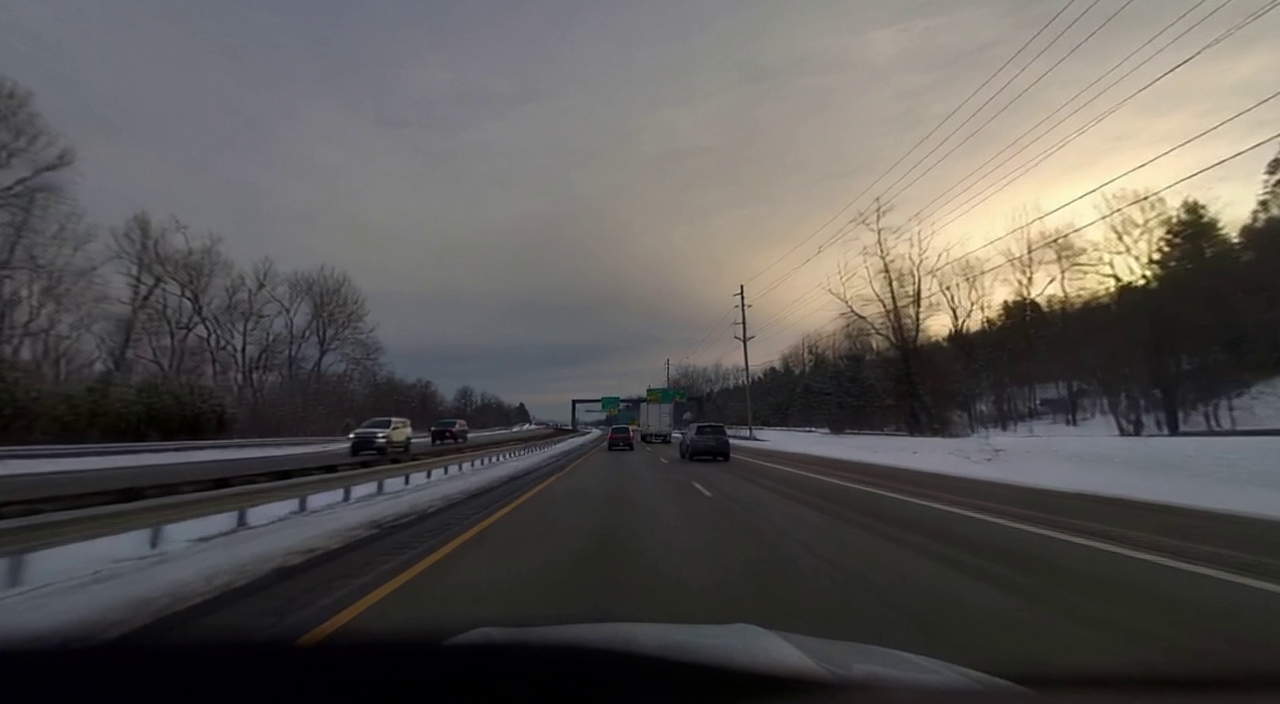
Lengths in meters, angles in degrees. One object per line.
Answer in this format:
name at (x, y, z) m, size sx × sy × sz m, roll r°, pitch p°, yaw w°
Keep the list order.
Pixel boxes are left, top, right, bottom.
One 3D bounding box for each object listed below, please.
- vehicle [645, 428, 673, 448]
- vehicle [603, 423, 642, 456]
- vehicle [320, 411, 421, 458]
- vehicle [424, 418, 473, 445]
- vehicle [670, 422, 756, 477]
vehicle at (1.408, 6.586, 48.299) m, size 1.807 × 1.484 × 3.765 m, roll 0°, pitch -8°, yaw -3°
vehicle at (-0.938, 4.746, 34.152) m, size 2.019 × 1.642 × 3.790 m, roll 0°, pitch -8°, yaw -1°
vehicle at (-9.879, 3.095, 23.447) m, size 1.937 × 1.573 × 4.369 m, roll 0°, pitch -8°, yaw -2°
vehicle at (-14.092, 5.900, 46.581) m, size 2.185 × 1.904 × 4.842 m, roll 0°, pitch -8°, yaw -1°
vehicle at (2.229, 3.122, 20.334) m, size 2.062 × 1.581 × 3.914 m, roll 0°, pitch -8°, yaw -4°
